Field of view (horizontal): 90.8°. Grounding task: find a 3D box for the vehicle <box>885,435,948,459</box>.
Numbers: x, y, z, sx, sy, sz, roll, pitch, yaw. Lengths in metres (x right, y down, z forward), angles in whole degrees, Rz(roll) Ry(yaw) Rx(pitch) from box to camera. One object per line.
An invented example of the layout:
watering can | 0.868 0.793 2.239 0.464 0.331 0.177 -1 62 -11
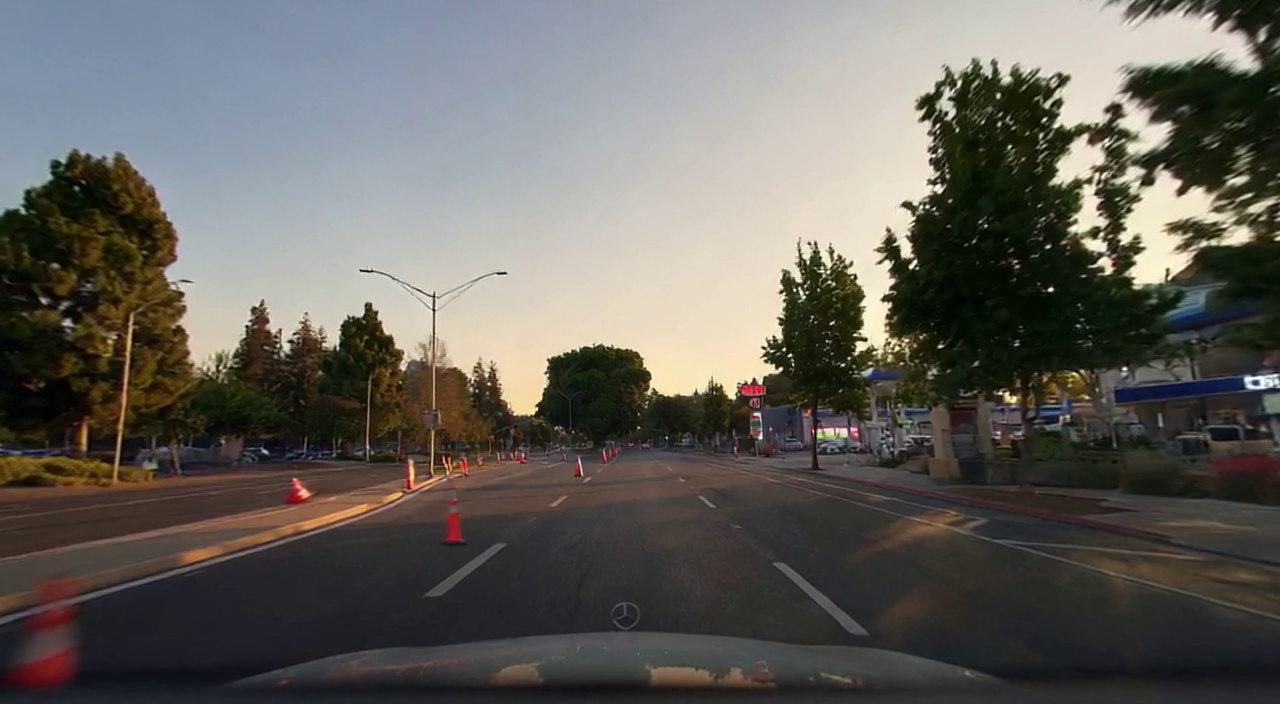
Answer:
vehicle | 17.852 6.144 41.018 1.912 1.452 4.796 0 -8 0

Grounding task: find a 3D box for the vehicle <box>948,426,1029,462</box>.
vehicle | 22.902 6.016 41.821 2.094 1.937 5.262 -3 -6 -3
